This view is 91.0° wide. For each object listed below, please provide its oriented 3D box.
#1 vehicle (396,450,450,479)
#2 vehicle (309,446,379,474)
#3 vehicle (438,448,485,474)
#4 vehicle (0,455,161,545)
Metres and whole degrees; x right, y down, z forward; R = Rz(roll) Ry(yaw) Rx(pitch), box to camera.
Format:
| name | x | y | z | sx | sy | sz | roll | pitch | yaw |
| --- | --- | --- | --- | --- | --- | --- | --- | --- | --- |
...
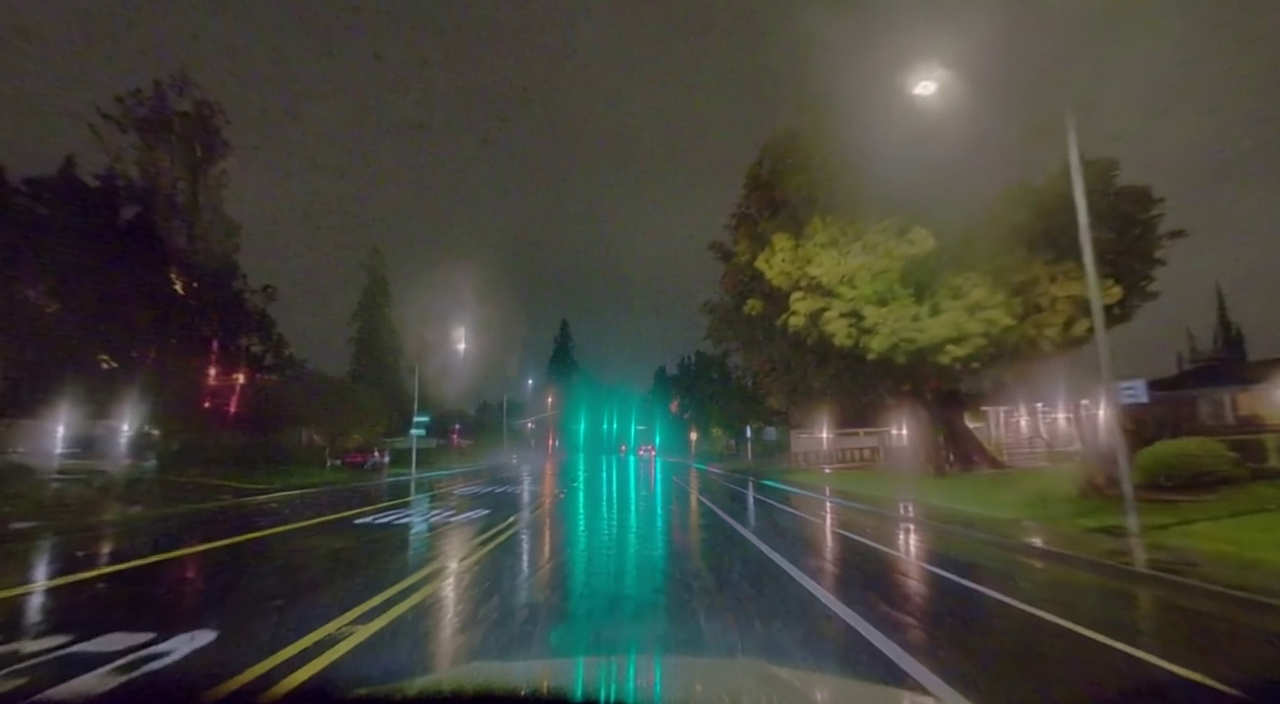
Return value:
| name | x | y | z | sx | sy | sz | roll | pitch | yaw |
| --- | --- | --- | --- | --- | --- | --- | --- | --- | --- |
| vehicle | -12.912 | 6.685 | 37.664 | 1.777 | 1.555 | 4.000 | 0 | -8 | 0 |
| vehicle | -21.442 | 7.823 | 45.677 | 4.145 | 1.420 | 1.899 | -6 | -7 | 0 |
| vehicle | -12.665 | 7.790 | 45.054 | 1.950 | 1.593 | 4.784 | -1 | -7 | 0 |
| vehicle | -12.891 | 3.131 | 13.761 | 1.791 | 1.552 | 3.919 | -3 | -8 | 0 |
